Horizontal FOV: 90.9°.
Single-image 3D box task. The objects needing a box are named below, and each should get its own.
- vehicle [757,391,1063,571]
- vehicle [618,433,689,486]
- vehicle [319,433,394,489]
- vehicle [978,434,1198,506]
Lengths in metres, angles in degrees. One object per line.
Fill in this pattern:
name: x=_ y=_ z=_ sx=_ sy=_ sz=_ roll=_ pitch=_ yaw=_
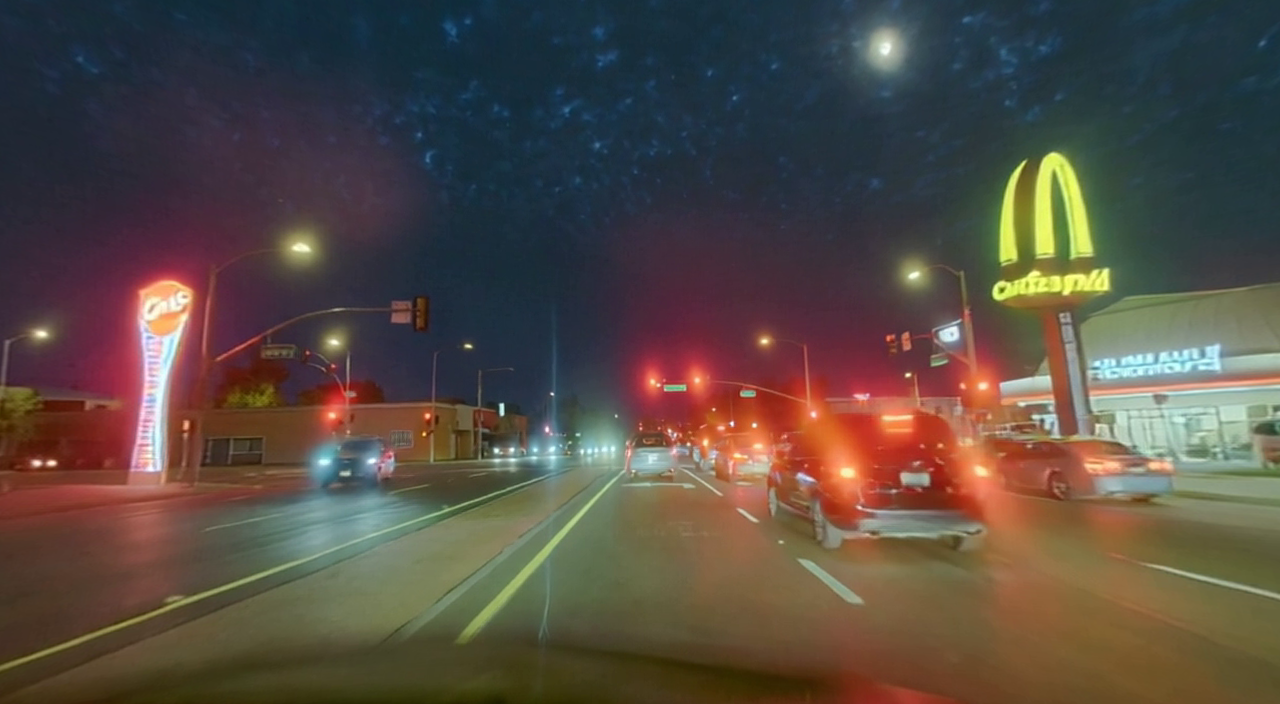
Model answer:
vehicle: x=3.162 y=1.648 z=8.840 sx=2.038 sy=1.787 sz=4.946 roll=0 pitch=-8 yaw=-1
vehicle: x=0.361 y=3.404 z=20.237 sx=2.073 sy=1.496 sz=3.892 roll=0 pitch=-8 yaw=-1
vehicle: x=-9.926 y=3.786 z=22.351 sx=2.106 sy=1.751 sz=4.554 roll=3 pitch=-9 yaw=-21
vehicle: x=10.592 y=2.805 z=15.497 sx=1.881 sy=1.463 sz=4.726 roll=0 pitch=-8 yaw=-1
